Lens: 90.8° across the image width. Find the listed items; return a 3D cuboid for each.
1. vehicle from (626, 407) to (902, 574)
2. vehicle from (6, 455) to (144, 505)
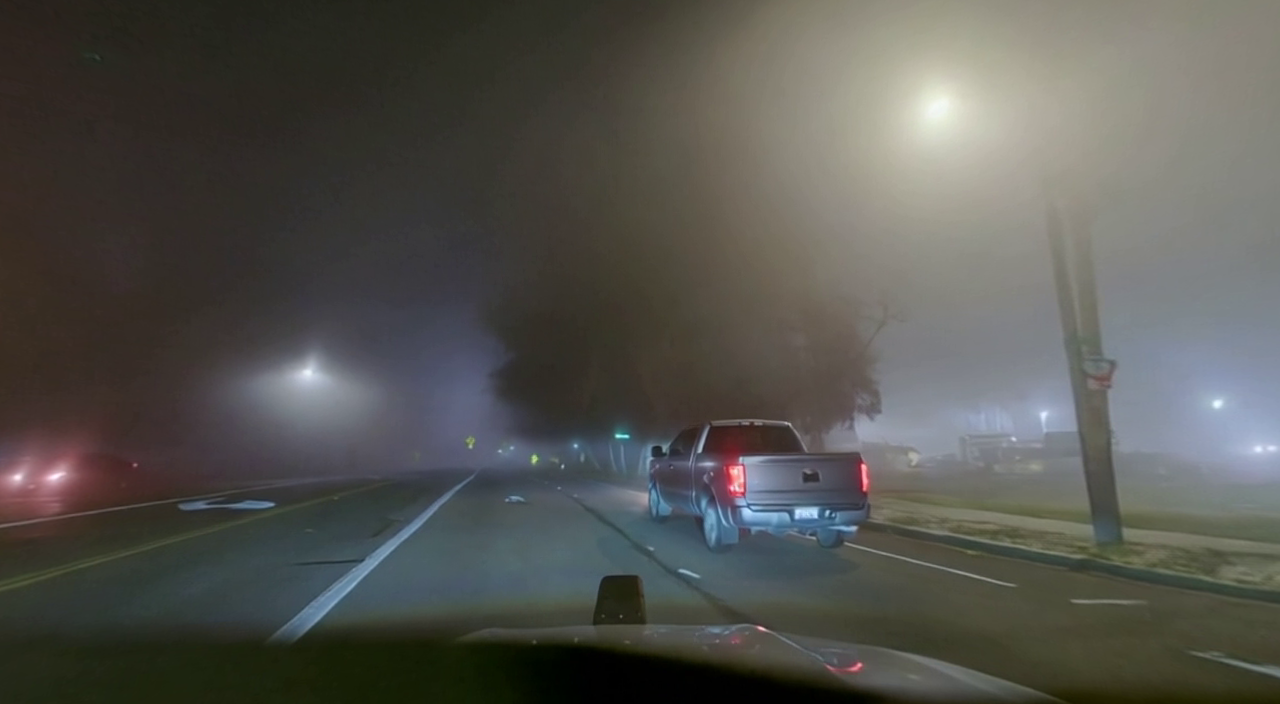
[{"bbox_3d":[1.482,2.062,10.429,2.402,1.922,5.677,2,-9,-12],"label":"vehicle"},{"bbox_3d":[-22.248,5.001,25.178,2.037,1.725,4.632,2,-9,-14],"label":"vehicle"}]
